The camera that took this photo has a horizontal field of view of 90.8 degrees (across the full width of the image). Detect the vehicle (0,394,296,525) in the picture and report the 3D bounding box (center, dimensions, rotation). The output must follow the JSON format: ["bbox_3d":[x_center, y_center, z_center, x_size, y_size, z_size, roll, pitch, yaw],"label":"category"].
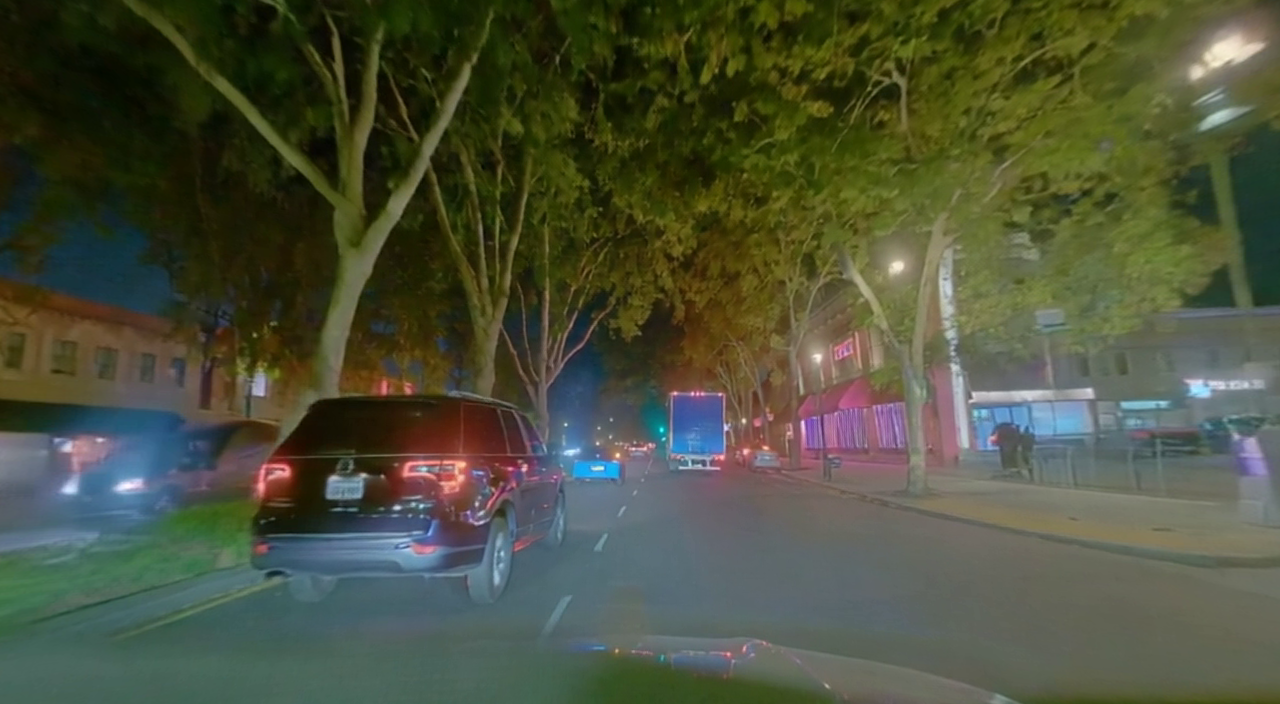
[{"bbox_3d":[-13.416,3.018,18.255,2.656,2.997,7.079,-1,-8,3],"label":"vehicle"}]

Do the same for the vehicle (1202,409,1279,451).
[{"bbox_3d":[29.921,3.750,30.090,2.007,1.869,4.771,-1,-8,3],"label":"vehicle"}]

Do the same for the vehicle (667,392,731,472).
[{"bbox_3d":[3.398,5.183,39.943,3.007,4.206,12.913,0,-8,1],"label":"vehicle"}]

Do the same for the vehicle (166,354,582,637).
[{"bbox_3d":[-2.183,1.392,7.107,2.293,2.036,4.853,-1,-9,4],"label":"vehicle"}]

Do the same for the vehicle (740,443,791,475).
[{"bbox_3d":[6.409,5.525,32.771,1.929,1.522,4.158,0,-8,2],"label":"vehicle"}]

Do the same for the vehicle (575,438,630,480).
[{"bbox_3d":[-1.556,4.677,27.897,2.040,1.711,4.475,0,-8,2],"label":"vehicle"}]
